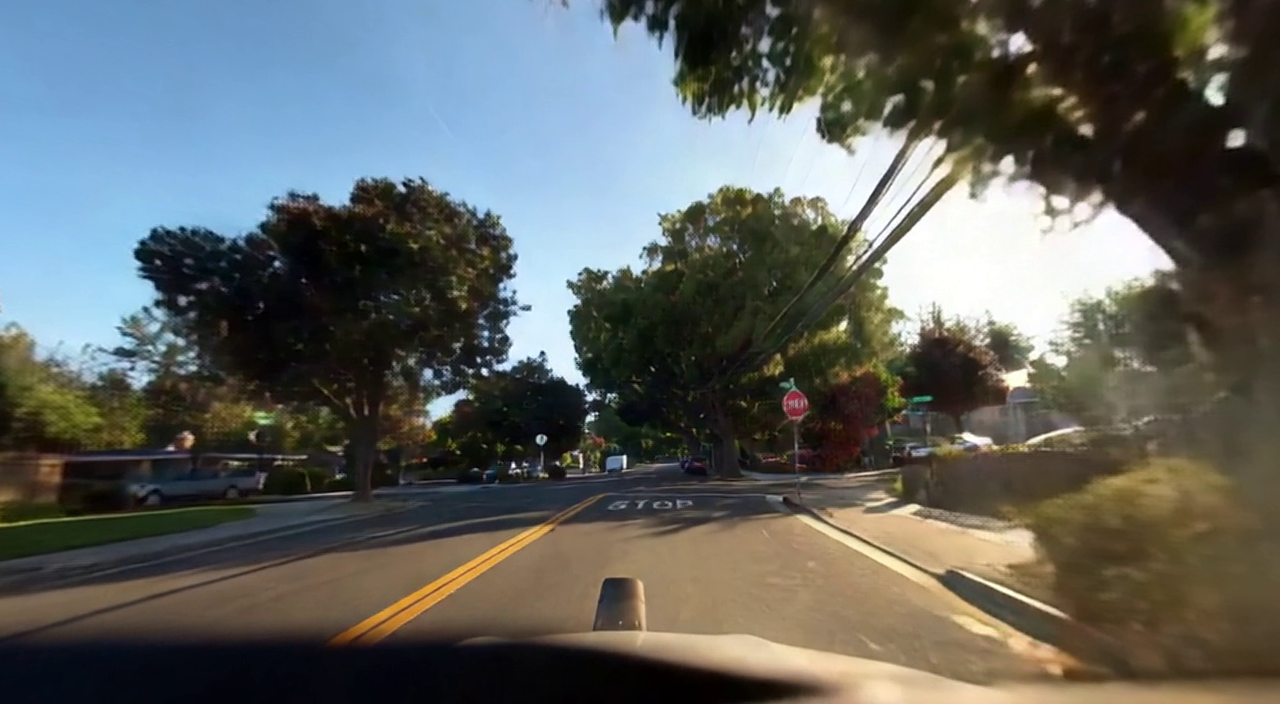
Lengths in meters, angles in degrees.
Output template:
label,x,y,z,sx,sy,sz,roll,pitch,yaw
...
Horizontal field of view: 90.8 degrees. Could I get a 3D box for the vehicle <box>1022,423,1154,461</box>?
label,x,y,z,sx,sy,sz,roll,pitch,yaw
vehicle,18.621,3.768,26.272,4.682,1.483,1.917,3,-9,-18

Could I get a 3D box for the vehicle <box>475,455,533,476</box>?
label,x,y,z,sx,sy,sz,roll,pitch,yaw
vehicle,-10.230,8.587,47.697,3.937,1.390,1.644,1,-7,3

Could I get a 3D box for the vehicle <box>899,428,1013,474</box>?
label,x,y,z,sx,sy,sz,roll,pitch,yaw
vehicle,16.420,5.168,32.927,4.788,1.875,2.148,1,-20,-13

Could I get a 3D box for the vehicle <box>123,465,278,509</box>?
label,x,y,z,sx,sy,sz,roll,pitch,yaw
vehicle,-16.431,5.049,23.801,4.320,1.443,1.867,0,-9,-6
